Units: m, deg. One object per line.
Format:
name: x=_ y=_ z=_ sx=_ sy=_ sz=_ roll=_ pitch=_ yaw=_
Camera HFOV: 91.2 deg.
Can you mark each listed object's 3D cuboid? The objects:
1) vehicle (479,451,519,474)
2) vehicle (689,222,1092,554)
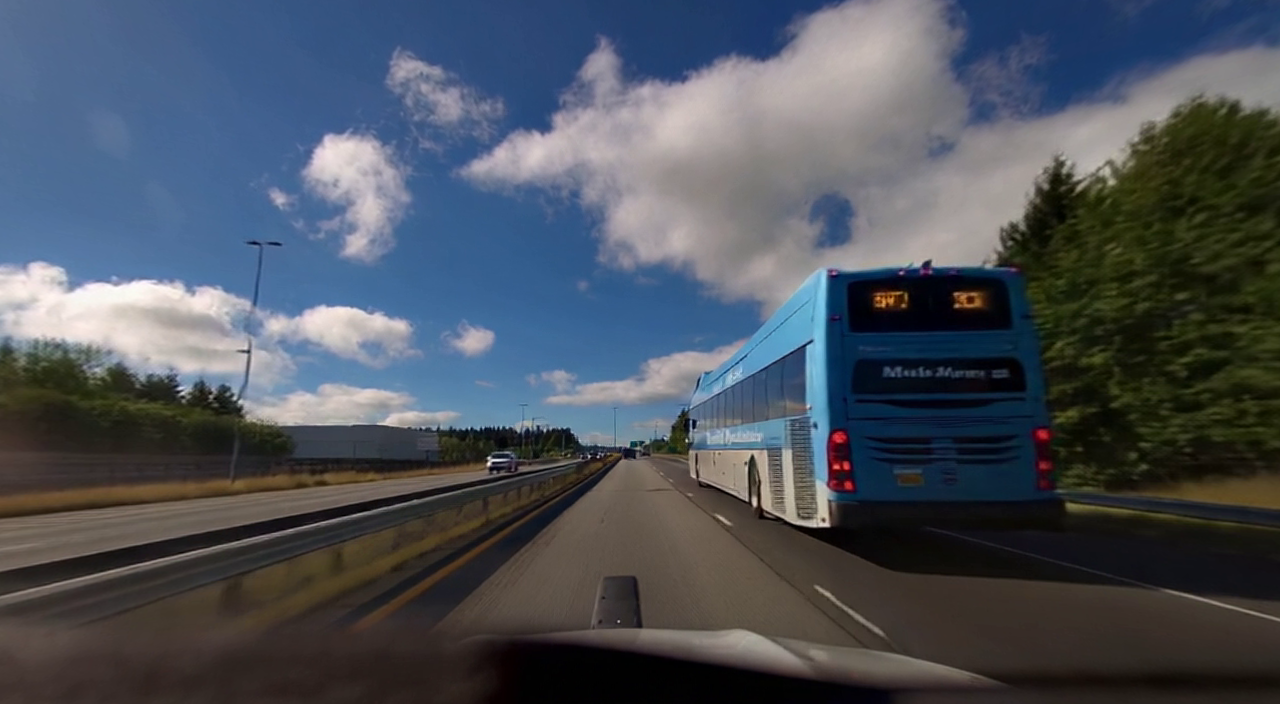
vehicle: x=-10.035 y=7.888 z=44.896 sx=1.872 sy=1.461 sz=4.227 roll=0 pitch=-9 yaw=-1
vehicle: x=3.548 y=1.425 z=14.736 sx=3.277 sy=4.084 sz=14.213 roll=0 pitch=-9 yaw=-1
